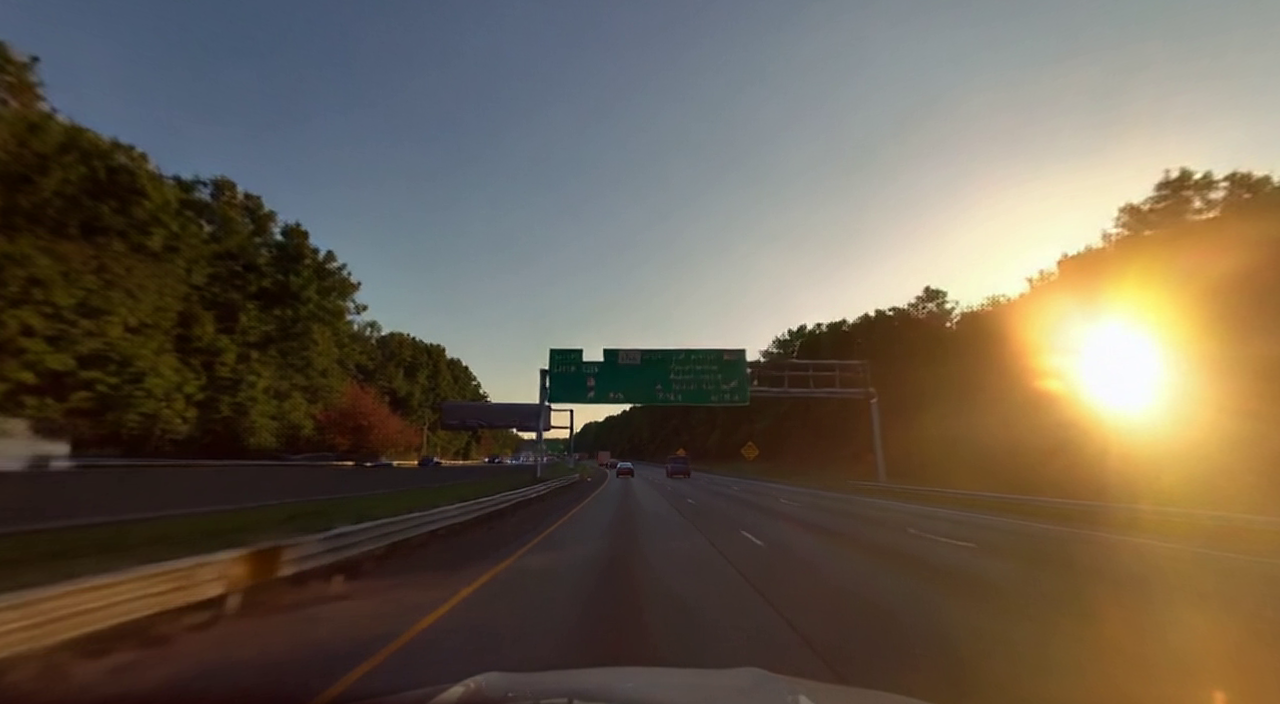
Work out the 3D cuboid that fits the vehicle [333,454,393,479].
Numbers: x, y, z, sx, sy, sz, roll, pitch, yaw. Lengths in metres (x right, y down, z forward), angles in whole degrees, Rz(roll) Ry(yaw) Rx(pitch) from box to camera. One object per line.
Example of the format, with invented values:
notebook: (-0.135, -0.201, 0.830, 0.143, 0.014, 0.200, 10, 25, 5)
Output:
vehicle: (-18.363, 7.619, 41.983, 1.966, 1.552, 4.329, 1, -11, 0)
